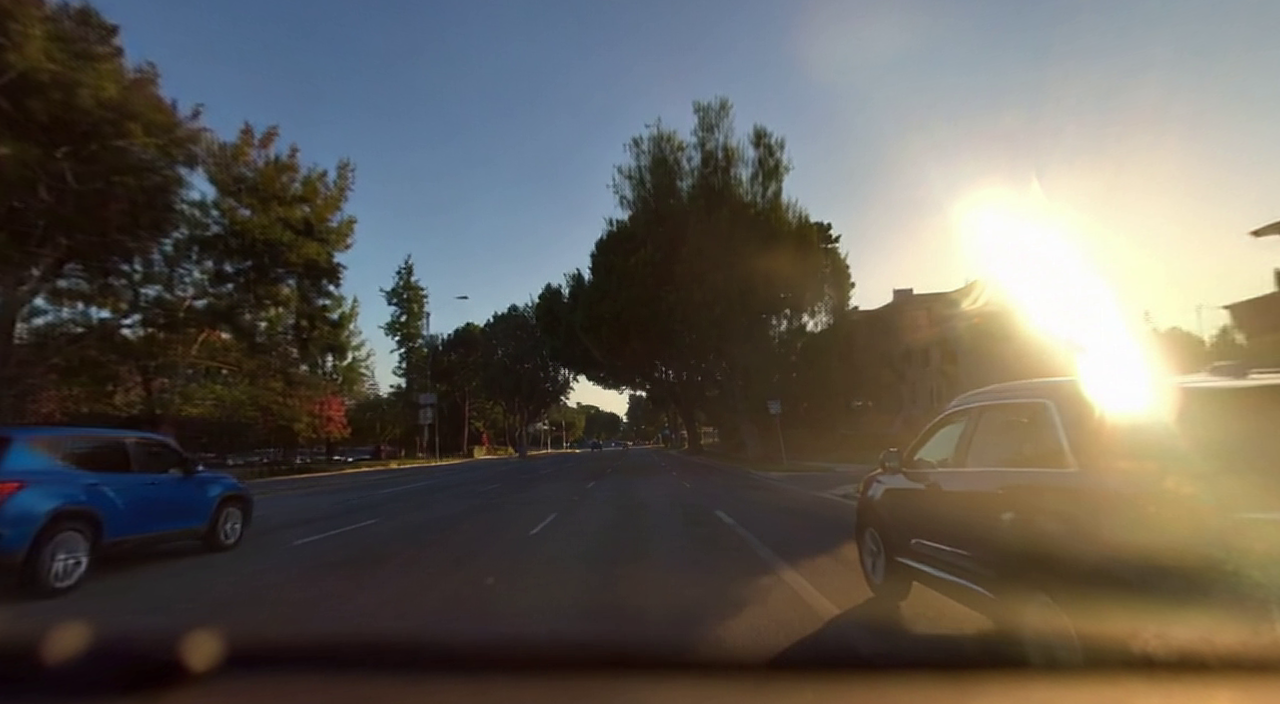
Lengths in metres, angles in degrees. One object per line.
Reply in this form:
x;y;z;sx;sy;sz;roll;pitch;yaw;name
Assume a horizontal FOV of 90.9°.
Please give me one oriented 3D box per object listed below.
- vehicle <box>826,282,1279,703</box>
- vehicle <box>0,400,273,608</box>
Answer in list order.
2.879;0.979;3.802;2.047;1.768;4.607;0;-9;-1;vehicle
-6.323;1.474;6.637;2.069;1.690;4.837;0;-9;-1;vehicle
